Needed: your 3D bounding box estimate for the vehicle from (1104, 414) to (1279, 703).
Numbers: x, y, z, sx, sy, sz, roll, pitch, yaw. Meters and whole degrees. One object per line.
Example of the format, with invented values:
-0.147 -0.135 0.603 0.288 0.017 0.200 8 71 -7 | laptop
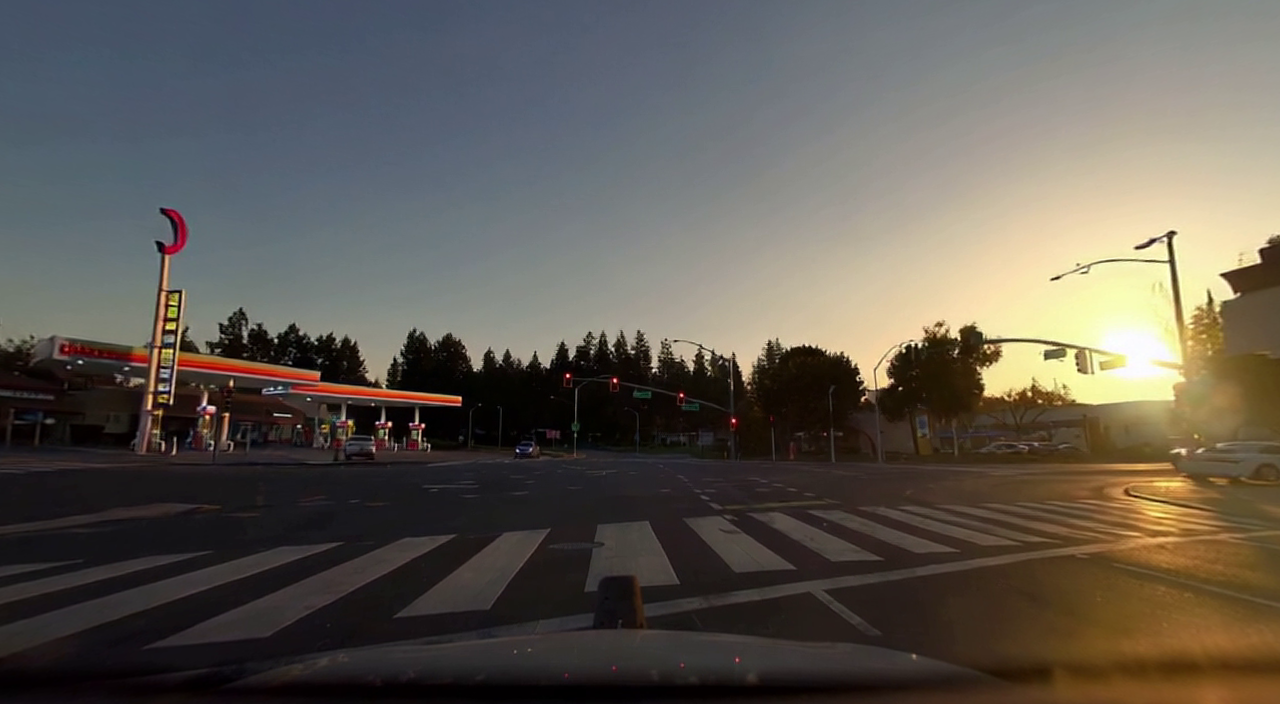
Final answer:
3.313 0.728 0.816 2.023 1.437 4.477 0 -9 0 | vehicle
